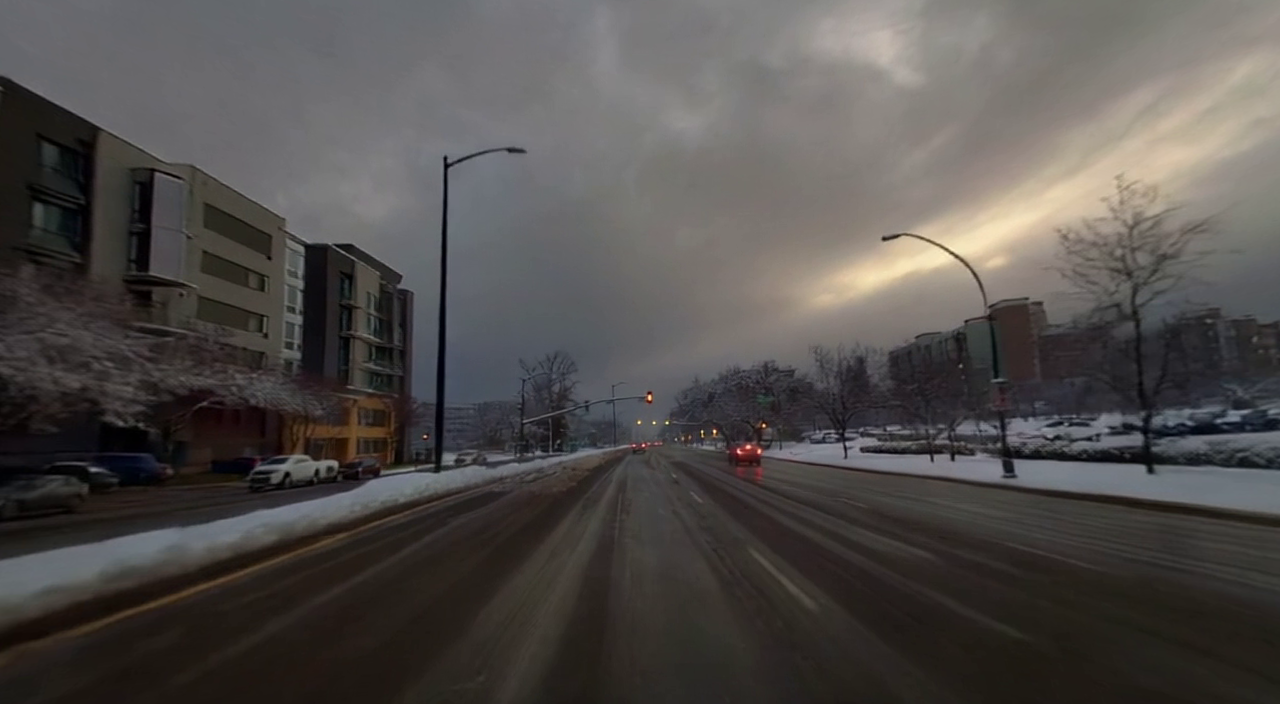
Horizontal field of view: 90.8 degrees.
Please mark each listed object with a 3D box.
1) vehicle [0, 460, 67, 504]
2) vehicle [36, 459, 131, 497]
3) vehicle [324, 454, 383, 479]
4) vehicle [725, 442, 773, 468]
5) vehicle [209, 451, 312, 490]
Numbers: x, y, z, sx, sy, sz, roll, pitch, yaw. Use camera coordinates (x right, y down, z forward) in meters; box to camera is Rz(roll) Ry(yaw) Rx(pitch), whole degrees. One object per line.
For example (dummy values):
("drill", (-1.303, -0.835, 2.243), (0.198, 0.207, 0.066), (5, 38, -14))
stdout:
("vehicle", (-28.096, 5.806, 28.387), (1.959, 1.677, 4.861), (1, -9, -24))
("vehicle", (-25.707, 5.789, 29.356), (2.099, 1.561, 4.013), (4, -9, -24))
("vehicle", (-18.789, 7.489, 41.663), (1.861, 1.499, 4.605), (0, -9, -1))
("vehicle", (6.457, 6.195, 38.036), (1.992, 1.447, 4.414), (0, -9, -2))
("vehicle", (-18.685, 5.797, 31.416), (2.047, 1.756, 4.844), (0, -9, 0))
